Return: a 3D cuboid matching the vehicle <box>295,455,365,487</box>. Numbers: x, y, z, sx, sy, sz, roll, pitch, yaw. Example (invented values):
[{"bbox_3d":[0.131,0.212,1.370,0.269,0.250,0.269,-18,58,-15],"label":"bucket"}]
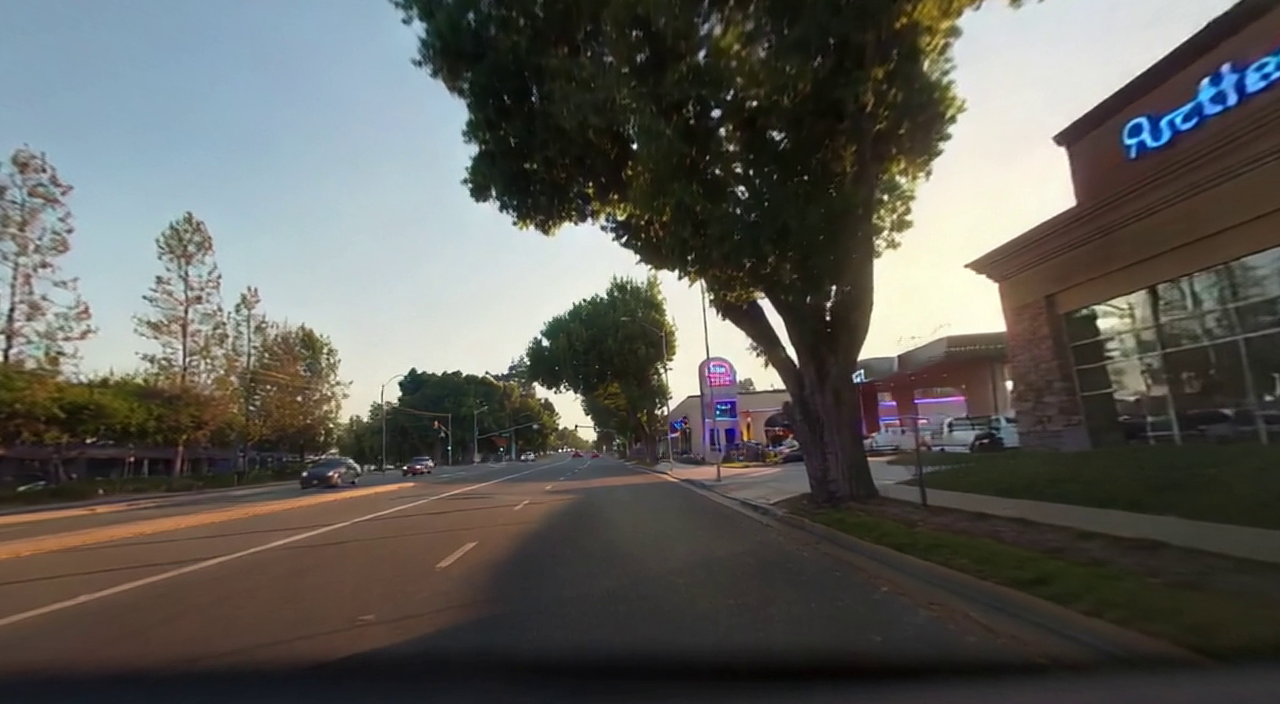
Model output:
[{"bbox_3d":[-19.735,7.539,40.279,2.067,1.806,4.832,0,-8,-1],"label":"vehicle"}]
